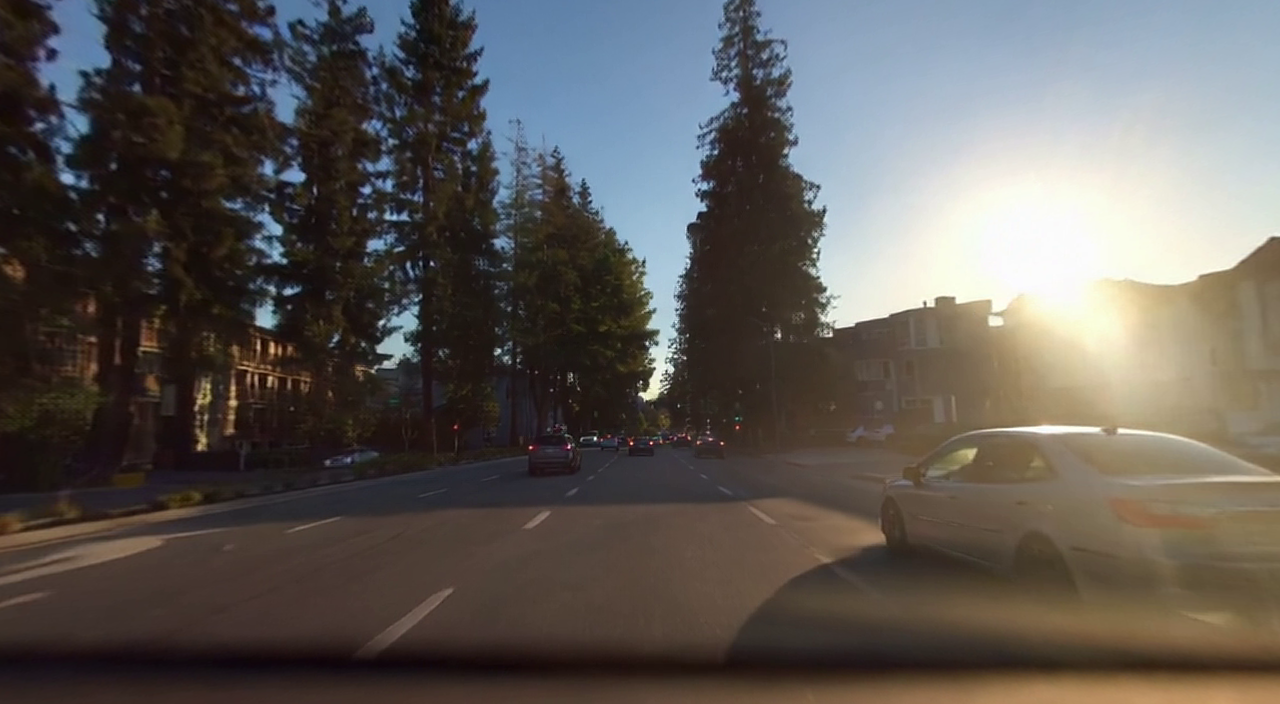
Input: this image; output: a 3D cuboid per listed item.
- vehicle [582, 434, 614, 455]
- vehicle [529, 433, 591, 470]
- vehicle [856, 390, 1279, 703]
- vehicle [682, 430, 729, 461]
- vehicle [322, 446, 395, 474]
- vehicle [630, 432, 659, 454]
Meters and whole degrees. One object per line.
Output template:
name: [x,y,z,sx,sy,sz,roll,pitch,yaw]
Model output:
vehicle: [-3.145,7.096,48.328,1.997,1.479,4.547,0,-8,2]
vehicle: [-3.462,4.416,28.152,2.049,1.485,4.656,0,-8,2]
vehicle: [3.688,1.266,5.321,2.128,1.502,4.572,0,-8,1]
vehicle: [3.600,5.249,35.450,2.137,1.646,4.488,0,-8,-1]
vehicle: [-15.612,5.998,35.233,1.901,1.438,4.557,0,-8,1]
vehicle: [0.335,7.013,48.598,2.110,1.662,4.262,0,-8,0]
